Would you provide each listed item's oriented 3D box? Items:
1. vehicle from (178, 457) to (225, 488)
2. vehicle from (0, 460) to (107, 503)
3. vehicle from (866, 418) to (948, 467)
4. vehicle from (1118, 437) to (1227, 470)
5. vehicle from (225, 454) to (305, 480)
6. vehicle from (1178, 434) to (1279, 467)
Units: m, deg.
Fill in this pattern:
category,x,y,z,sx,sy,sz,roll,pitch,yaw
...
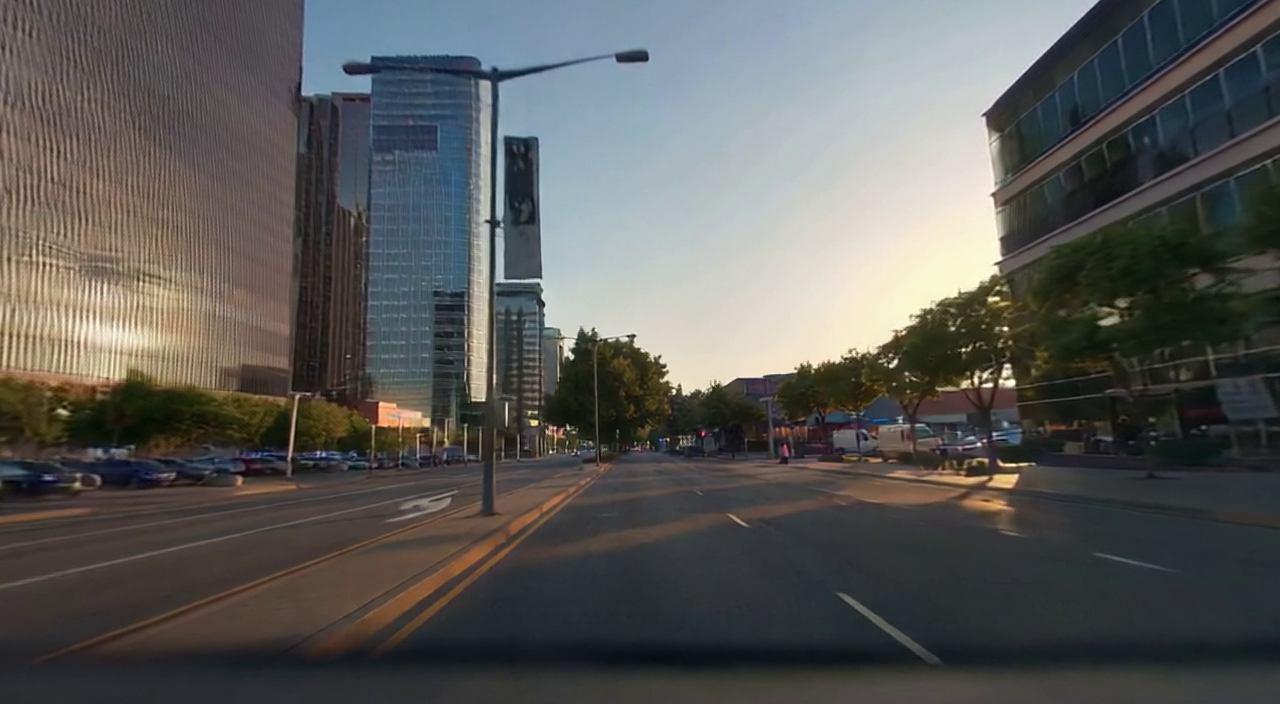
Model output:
category,x,y,z,sx,sy,sz,roll,pitch,yaw
vehicle,-26.896,7.334,38.892,1.969,1.682,4.542,5,-10,-31
vehicle,-25.431,5.439,26.494,4.411,1.600,1.930,8,-15,-44
vehicle,19.183,6.765,46.057,2.630,3.176,8.459,0,-10,3
vehicle,30.972,5.910,36.824,4.407,1.545,2.014,-4,-9,0
vehicle,-27.994,8.557,47.220,4.879,1.724,2.086,6,-10,-34
vehicle,31.719,5.253,33.650,4.329,1.535,1.802,-3,-10,-2
